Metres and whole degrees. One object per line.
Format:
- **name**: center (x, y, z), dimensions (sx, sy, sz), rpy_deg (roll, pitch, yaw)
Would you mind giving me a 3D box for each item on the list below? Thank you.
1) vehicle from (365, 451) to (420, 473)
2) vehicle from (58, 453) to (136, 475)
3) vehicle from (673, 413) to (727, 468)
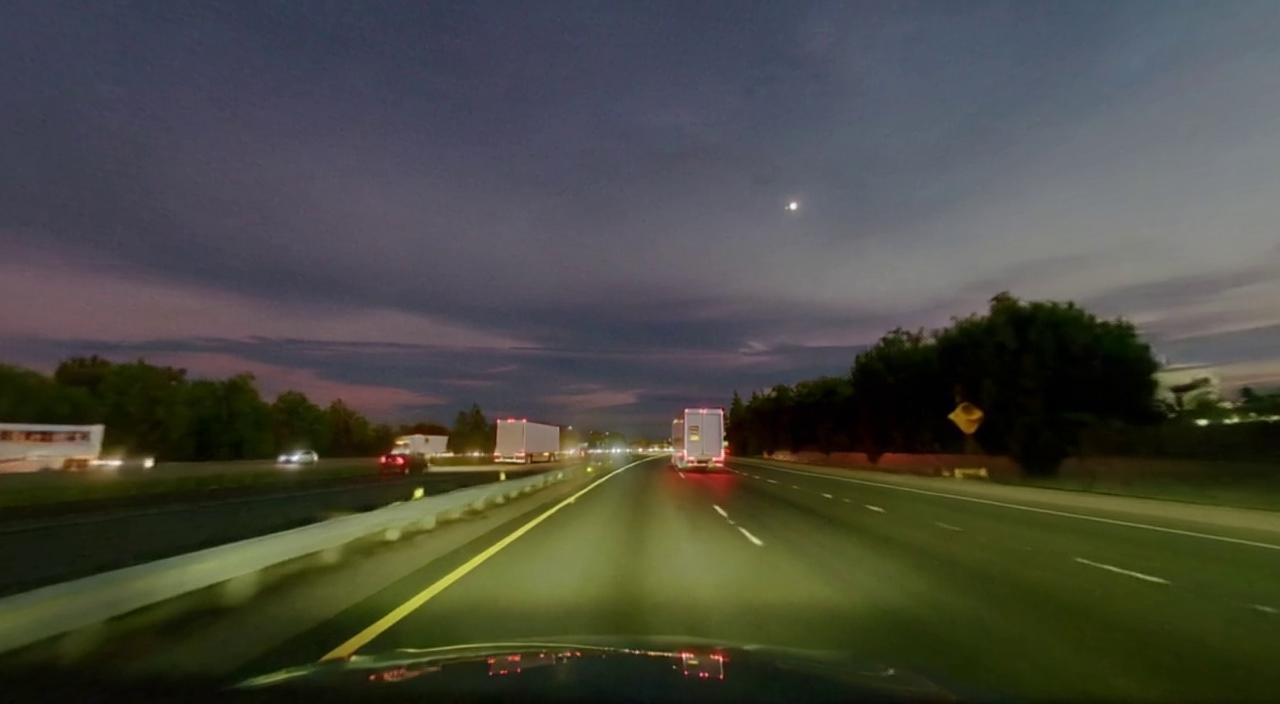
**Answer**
- **vehicle**: center (-16.790, 7.449, 42.953), dimensions (1.833, 1.438, 4.011), rpy_deg (-1, -9, 5)
- **vehicle**: center (-40.051, 8.261, 46.662), dimensions (1.714, 1.471, 4.288), rpy_deg (-1, -9, 3)
- **vehicle**: center (4.362, 6.951, 48.981), dimensions (2.928, 3.595, 13.975), rpy_deg (0, -9, 1)
